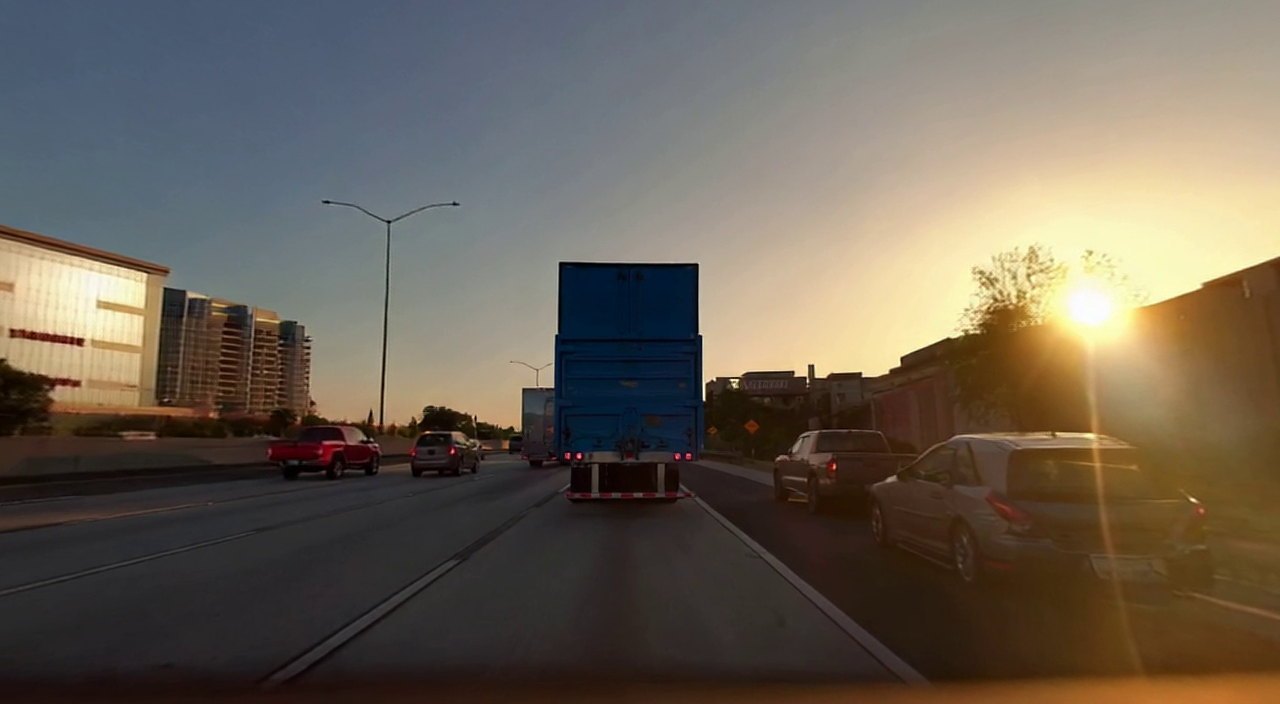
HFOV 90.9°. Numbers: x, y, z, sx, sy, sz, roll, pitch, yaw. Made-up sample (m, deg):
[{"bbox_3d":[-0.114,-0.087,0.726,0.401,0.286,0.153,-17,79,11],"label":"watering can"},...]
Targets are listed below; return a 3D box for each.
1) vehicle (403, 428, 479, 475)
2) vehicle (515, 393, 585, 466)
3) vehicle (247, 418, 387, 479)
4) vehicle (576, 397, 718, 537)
[{"bbox_3d":[-7.972,4.035,25.679,1.854,1.740,4.151,0,-9,-2],"label":"vehicle"},{"bbox_3d":[-4.723,4.373,34.753,2.814,3.513,8.529,0,-9,-2],"label":"vehicle"},{"bbox_3d":[-11.876,3.627,23.820,2.240,1.995,5.854,0,-9,-1],"label":"vehicle"},{"bbox_3d":[0.040,1.885,10.768,1.947,1.910,4.040,0,-9,-2],"label":"vehicle"}]
